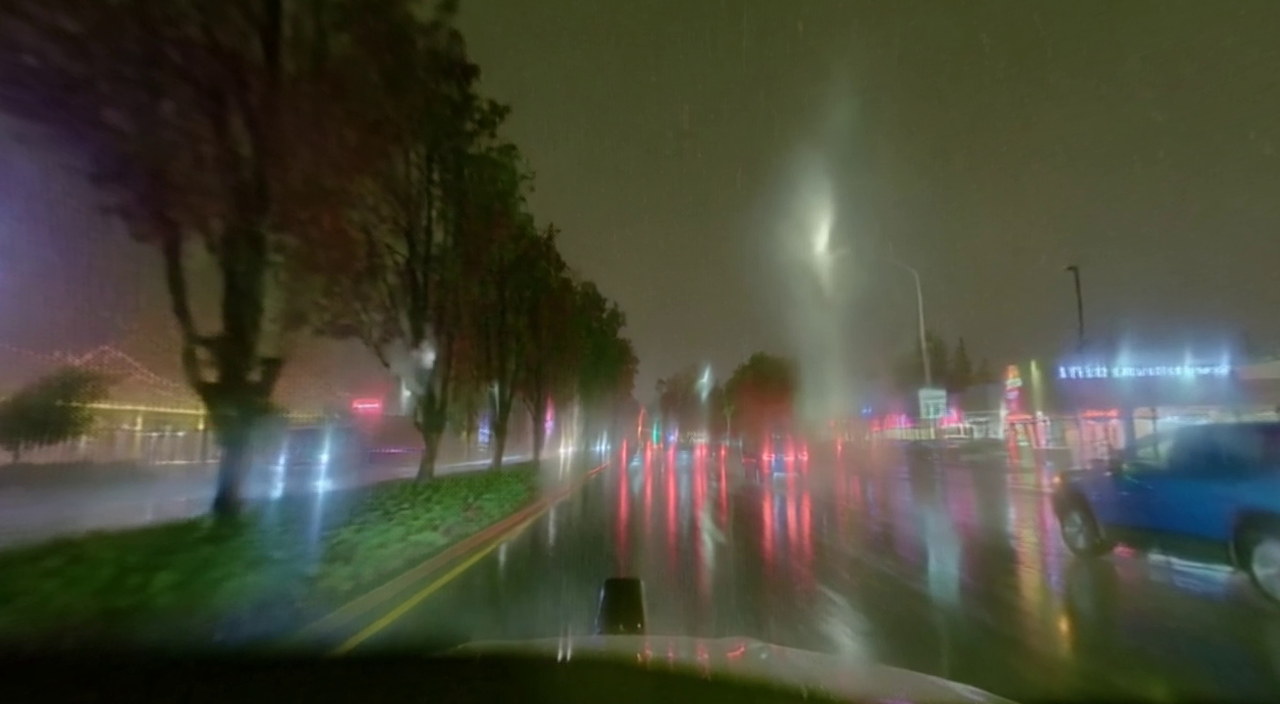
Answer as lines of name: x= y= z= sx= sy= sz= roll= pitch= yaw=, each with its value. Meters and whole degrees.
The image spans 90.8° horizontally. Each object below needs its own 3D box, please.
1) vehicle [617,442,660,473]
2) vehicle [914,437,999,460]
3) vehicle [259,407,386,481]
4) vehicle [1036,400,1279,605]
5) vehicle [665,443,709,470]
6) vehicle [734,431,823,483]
vehicle: x=-0.114 y=5.292 z=31.908 sx=2.056 sy=1.440 sz=3.798 roll=0 pitch=-8 yaw=-1
vehicle: x=19.990 y=6.105 z=40.041 sx=4.342 sy=1.388 sz=1.946 roll=0 pitch=-8 yaw=-2
vehicle: x=-19.319 y=5.722 z=39.338 sx=2.999 sy=4.017 sz=8.806 roll=0 pitch=-8 yaw=2
vehicle: x=6.165 y=1.351 z=6.036 sx=1.949 sy=1.647 sz=4.261 roll=0 pitch=-8 yaw=0
vehicle: x=2.514 y=5.715 z=34.685 sx=1.970 sy=1.402 sz=3.756 roll=0 pitch=-8 yaw=-2
vehicle: x=5.163 y=3.991 z=24.285 sx=2.140 sy=1.811 sz=4.593 roll=0 pitch=-8 yaw=-3
